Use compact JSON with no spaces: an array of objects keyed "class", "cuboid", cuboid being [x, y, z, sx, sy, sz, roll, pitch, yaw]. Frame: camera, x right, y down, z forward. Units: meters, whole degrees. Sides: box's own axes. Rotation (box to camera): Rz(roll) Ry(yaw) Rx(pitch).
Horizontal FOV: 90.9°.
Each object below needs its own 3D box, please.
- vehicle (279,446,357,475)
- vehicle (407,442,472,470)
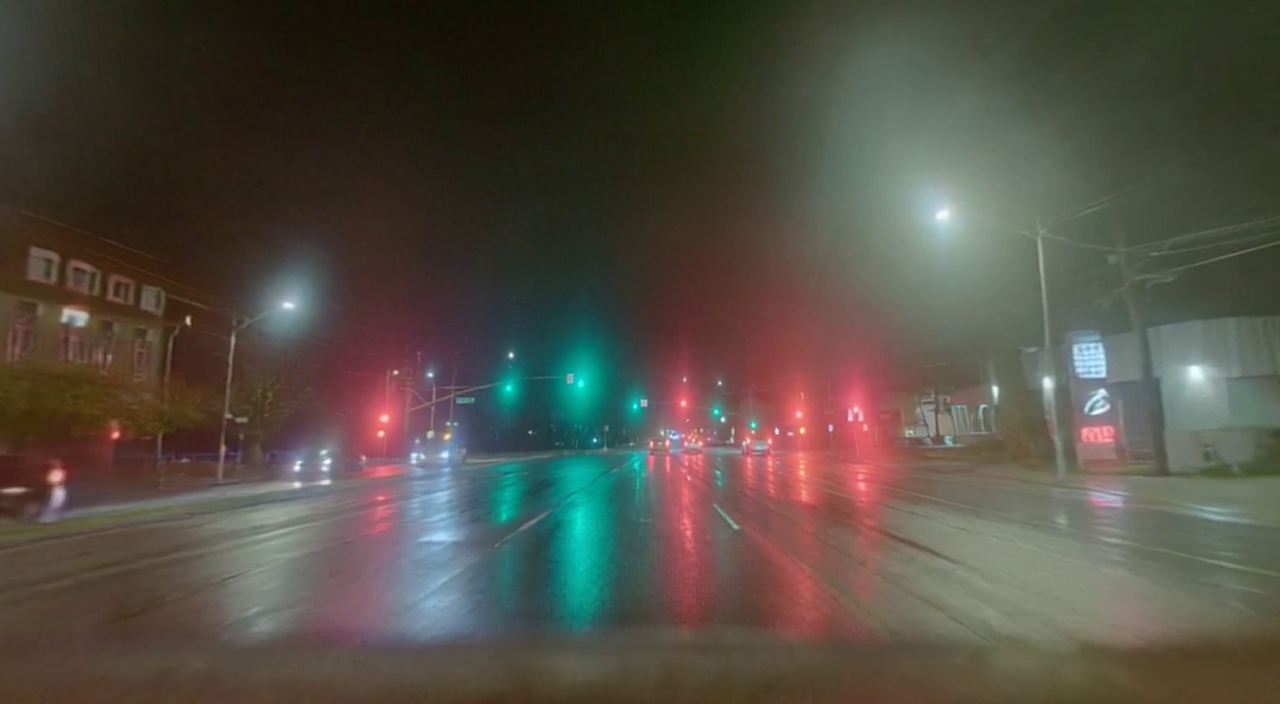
[{"class":"vehicle","cuboid":[-18.147,6.128,35.794,1.939,1.500,4.547,0,-8,1]},{"class":"vehicle","cuboid":[-11.028,5.737,35.051,1.943,1.463,4.707,0,-8,1]}]
